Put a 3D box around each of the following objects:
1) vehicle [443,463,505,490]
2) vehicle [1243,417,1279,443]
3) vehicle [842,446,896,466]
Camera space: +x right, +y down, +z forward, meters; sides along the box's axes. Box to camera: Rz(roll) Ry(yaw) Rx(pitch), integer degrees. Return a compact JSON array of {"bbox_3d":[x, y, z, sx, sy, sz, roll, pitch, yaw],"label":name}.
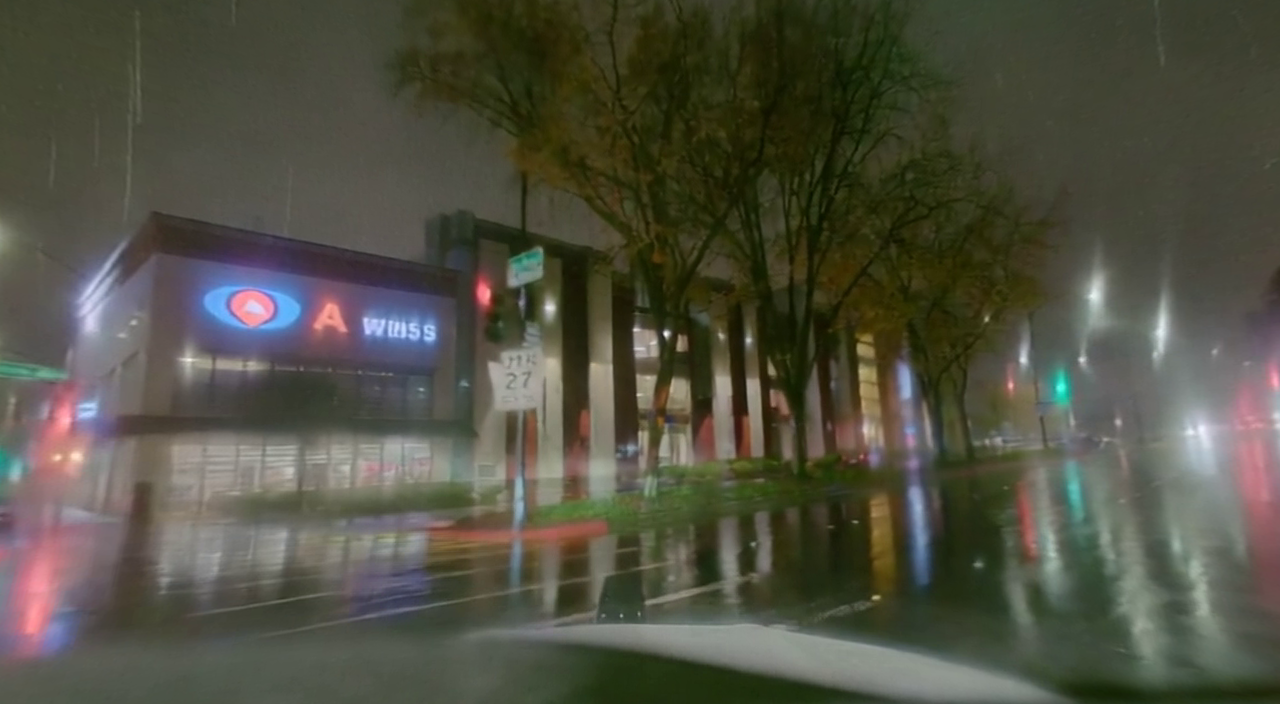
[{"bbox_3d":[-10.017,7.422,37.944,1.956,1.471,3.994,7,-12,-42],"label":"vehicle"},{"bbox_3d":[46.812,5.824,46.939,4.250,1.775,2.223,7,-11,-40],"label":"vehicle"},{"bbox_3d":[17.683,7.999,48.667,4.442,1.440,1.840,7,-11,-40],"label":"vehicle"}]
